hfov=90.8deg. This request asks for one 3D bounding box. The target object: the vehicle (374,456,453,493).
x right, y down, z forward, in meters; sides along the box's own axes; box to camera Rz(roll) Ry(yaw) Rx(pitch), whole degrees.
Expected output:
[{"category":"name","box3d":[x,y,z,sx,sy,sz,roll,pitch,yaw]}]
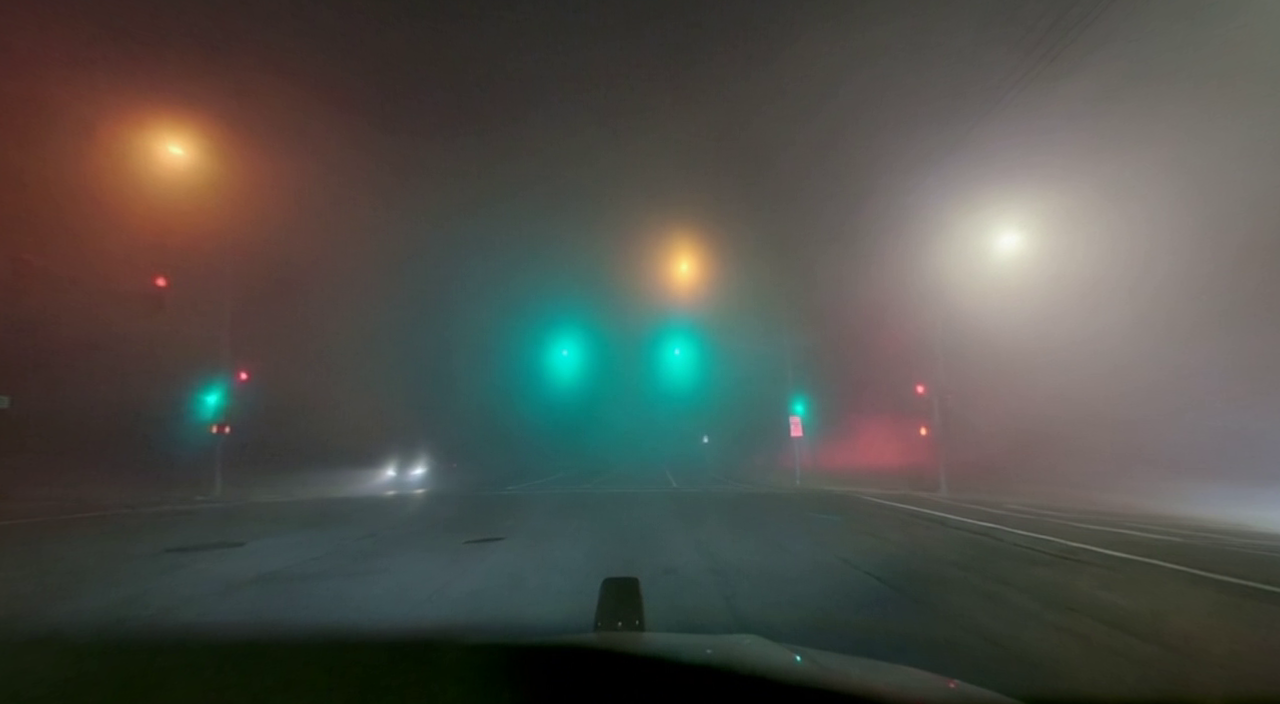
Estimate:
[{"category":"vehicle","box3d":[-10.355,5.615,29.246,1.983,1.482,4.190,-1,-9,1]}]
